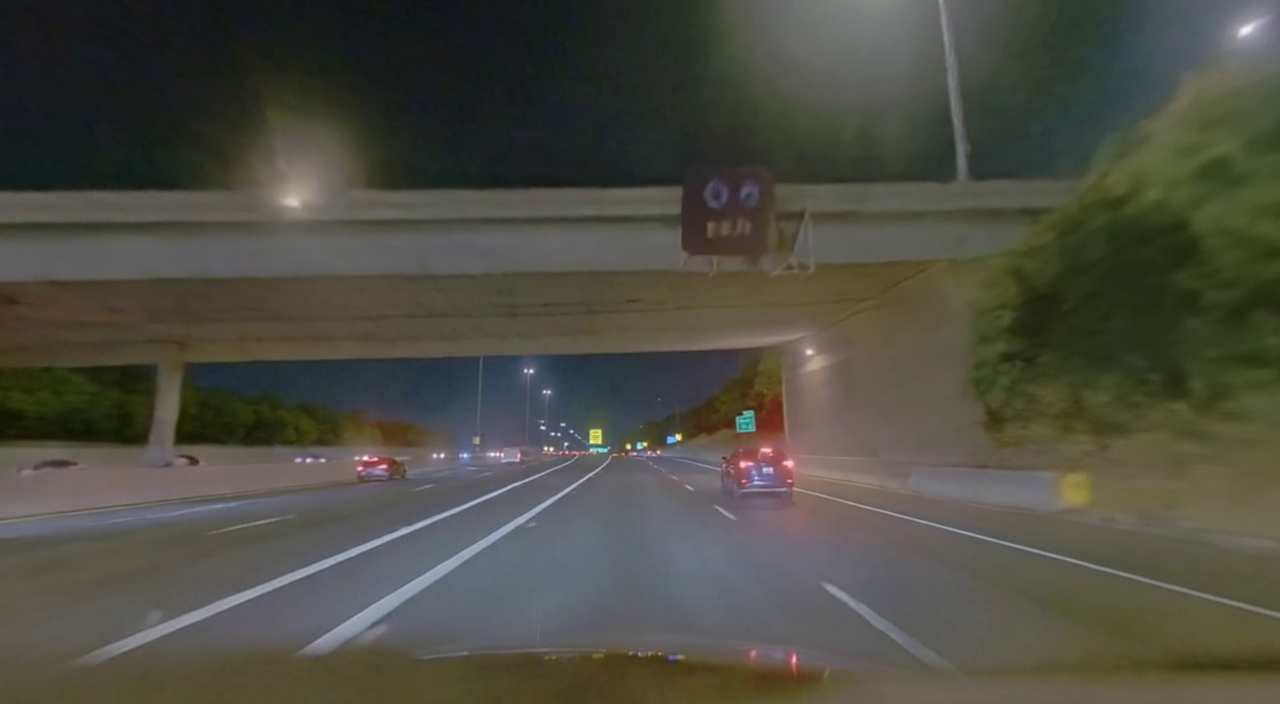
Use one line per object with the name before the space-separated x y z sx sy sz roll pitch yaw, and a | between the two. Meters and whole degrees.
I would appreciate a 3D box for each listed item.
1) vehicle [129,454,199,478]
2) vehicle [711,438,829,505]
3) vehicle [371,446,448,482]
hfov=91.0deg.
vehicle | -34.853 8.331 46.231 1.865 1.601 4.387 1 -9 -3
vehicle | 3.258 3.106 16.748 2.079 1.535 4.316 0 -9 -2
vehicle | -10.818 5.297 30.007 2.072 1.545 4.687 1 -9 -3
